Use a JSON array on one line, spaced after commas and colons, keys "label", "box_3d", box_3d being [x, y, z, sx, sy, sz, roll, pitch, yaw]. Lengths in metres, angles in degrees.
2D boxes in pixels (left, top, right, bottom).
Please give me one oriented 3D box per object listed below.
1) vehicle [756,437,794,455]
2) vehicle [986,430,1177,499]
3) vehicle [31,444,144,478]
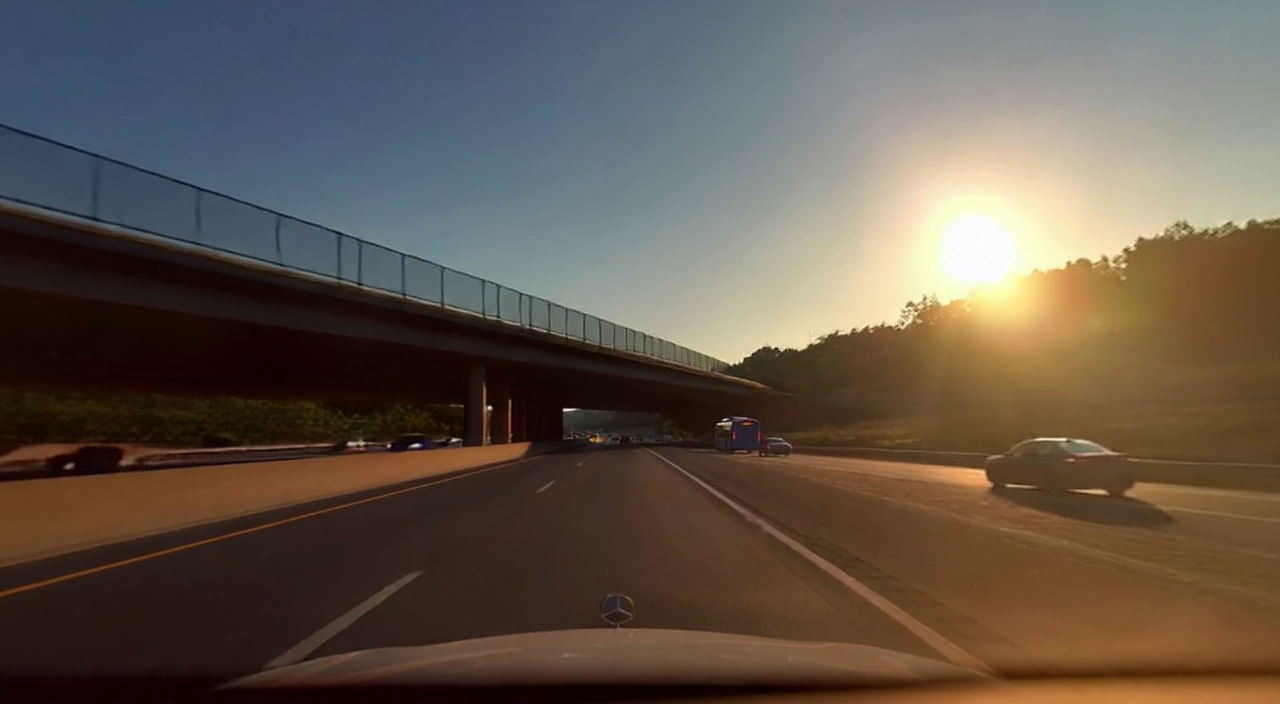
[{"label": "vehicle", "box_3d": [10.358, 7.240, 48.543, 1.866, 1.359, 4.218, 0, -8, -2]}, {"label": "vehicle", "box_3d": [10.561, 2.673, 15.460, 1.880, 1.460, 3.770, 0, -8, -1]}, {"label": "vehicle", "box_3d": [-25.445, 5.001, 29.155, 1.723, 1.419, 4.036, 0, -8, -3]}]
